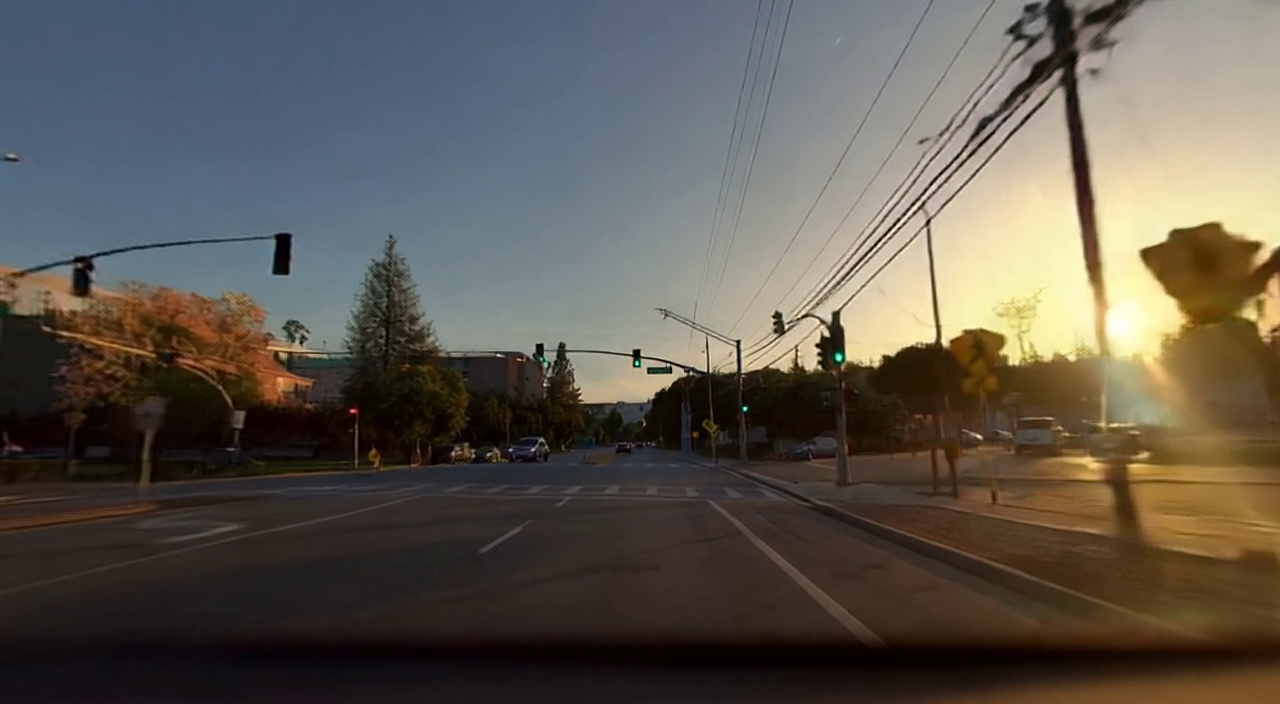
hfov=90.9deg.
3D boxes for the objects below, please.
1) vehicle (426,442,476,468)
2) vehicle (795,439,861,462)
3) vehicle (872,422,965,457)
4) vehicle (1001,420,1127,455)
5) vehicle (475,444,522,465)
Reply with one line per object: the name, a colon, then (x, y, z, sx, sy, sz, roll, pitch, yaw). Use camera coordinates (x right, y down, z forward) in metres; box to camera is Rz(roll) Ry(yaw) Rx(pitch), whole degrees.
vehicle: (-14.426, 7.868, 48.476, 2.112, 1.880, 4.479, -1, -8, 5)
vehicle: (13.913, 7.313, 46.965, 1.897, 1.532, 4.694, 2, -8, -26)
vehicle: (20.135, 6.487, 45.970, 2.609, 2.332, 5.734, 5, -11, -25)
vehicle: (26.599, 5.443, 39.863, 2.370, 2.038, 6.186, 4, -9, -22)
vehicle: (-10.980, 8.001, 49.320, 2.090, 1.519, 4.919, -1, -8, 6)
